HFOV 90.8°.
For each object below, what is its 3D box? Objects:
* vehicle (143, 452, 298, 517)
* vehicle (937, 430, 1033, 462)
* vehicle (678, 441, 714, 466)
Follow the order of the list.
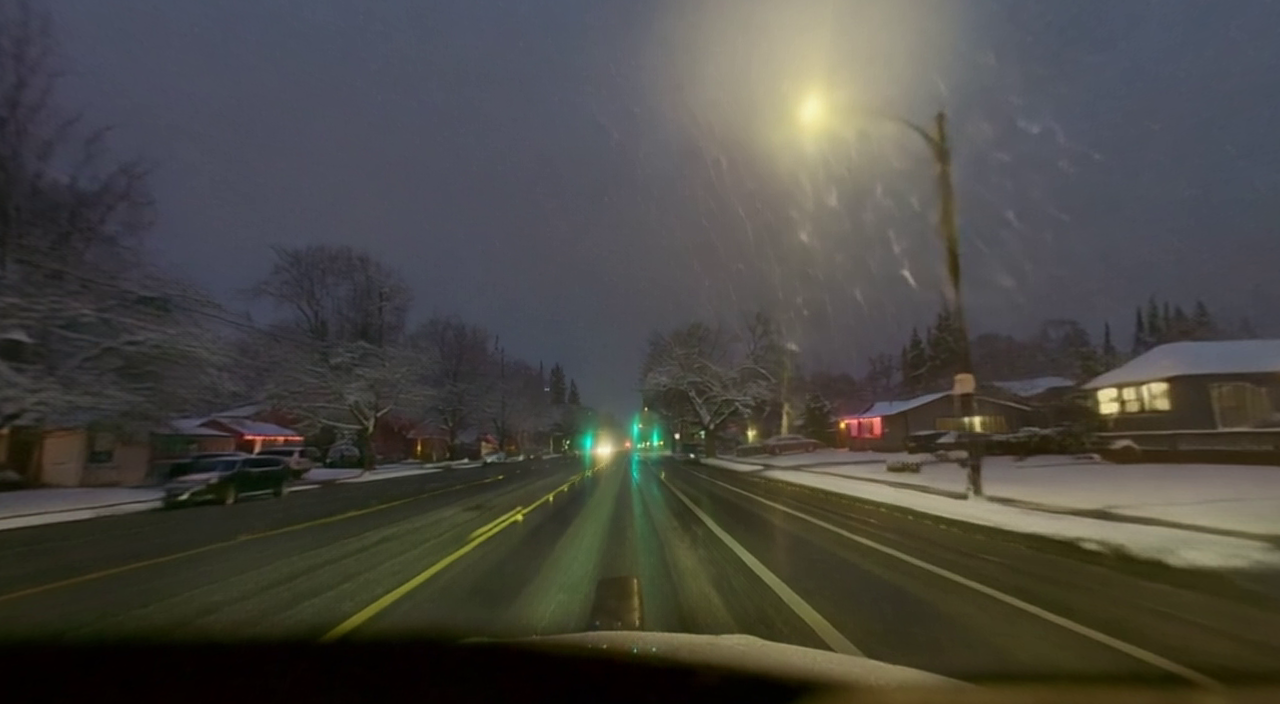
[{"bbox_3d":[-12.905,4.055,19.873,1.936,1.504,4.456,-2,-7,-1],"label":"vehicle"},{"bbox_3d":[18.070,4.926,33.211,3.858,1.583,1.931,0,-8,-2],"label":"vehicle"},{"bbox_3d":[3.963,7.283,45.489,2.045,1.677,4.509,0,-8,-1],"label":"vehicle"}]
